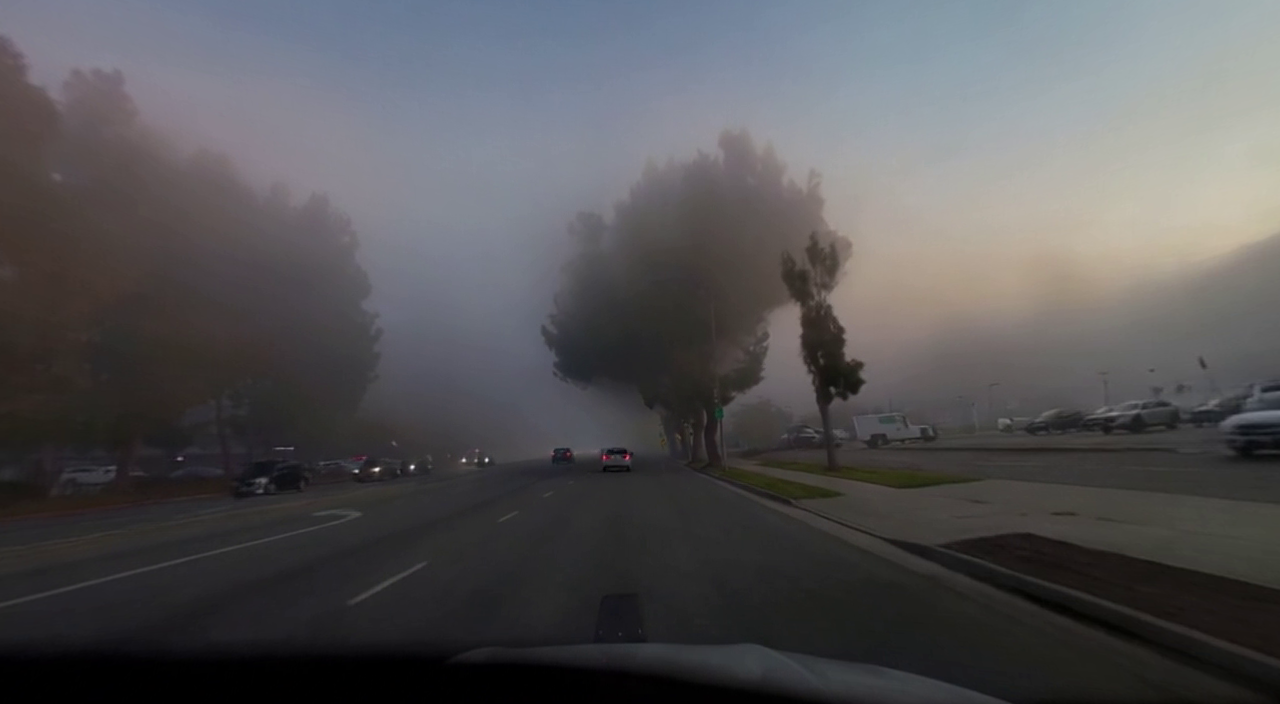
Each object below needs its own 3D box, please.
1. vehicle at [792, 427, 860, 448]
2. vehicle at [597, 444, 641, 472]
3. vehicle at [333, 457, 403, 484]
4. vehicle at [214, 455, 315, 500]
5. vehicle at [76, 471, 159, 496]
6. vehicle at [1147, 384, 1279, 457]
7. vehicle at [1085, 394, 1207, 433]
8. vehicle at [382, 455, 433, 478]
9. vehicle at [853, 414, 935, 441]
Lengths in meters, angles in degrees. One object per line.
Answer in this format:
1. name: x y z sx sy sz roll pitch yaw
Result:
1. vehicle: 13.265 6.163 45.340 4.144 1.407 2.201 0 -8 -2
2. vehicle: -1.112 6.000 36.008 2.235 1.500 4.420 0 -8 2
3. vehicle: -16.509 7.184 38.632 2.058 1.459 4.704 0 -8 1
4. vehicle: -17.003 5.666 28.881 2.016 1.598 4.545 -4 -8 -2
5. vehicle: -39.338 9.874 47.644 4.429 1.486 1.942 2 -4 -3
6. vehicle: 14.483 1.511 13.704 5.047 1.461 2.133 0 -8 1
7. vehicle: 22.120 2.779 27.873 1.870 1.470 4.436 -1 -8 3
8. vehicle: -17.007 8.365 46.491 1.985 1.471 4.797 0 -8 0
9. vehicle: 15.123 4.556 37.780 3.956 1.504 2.170 2 -8 -9
